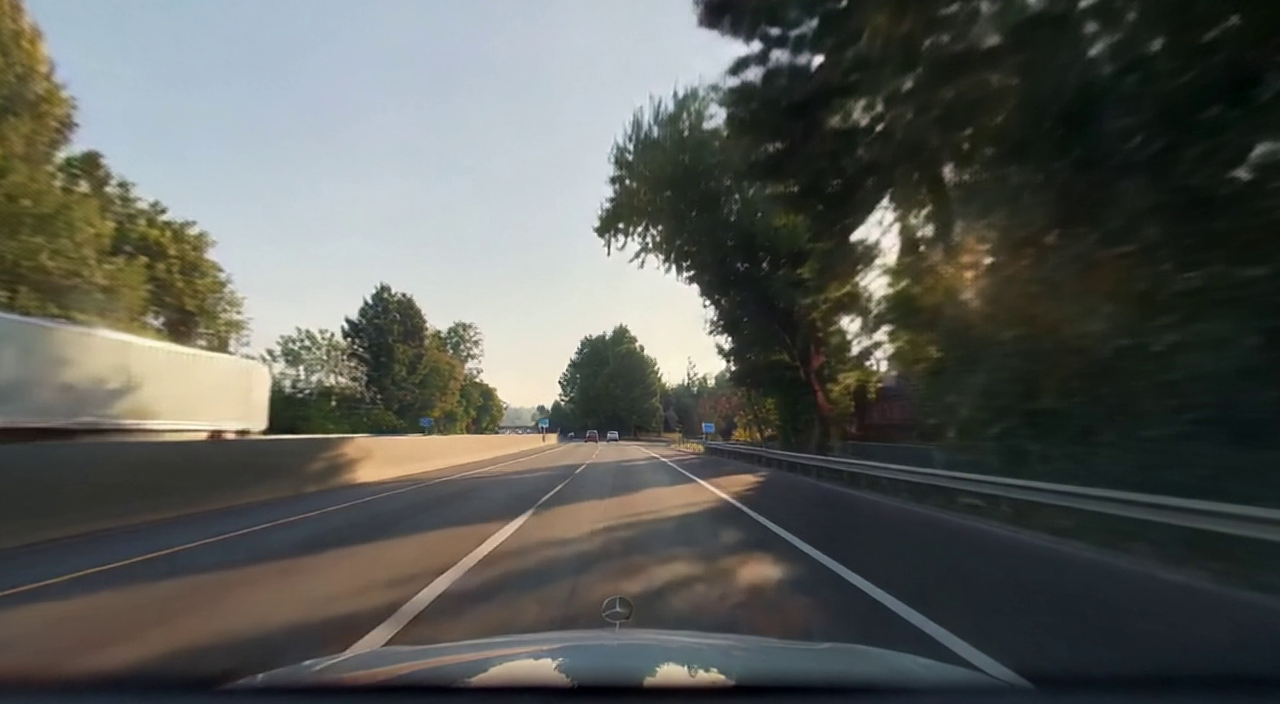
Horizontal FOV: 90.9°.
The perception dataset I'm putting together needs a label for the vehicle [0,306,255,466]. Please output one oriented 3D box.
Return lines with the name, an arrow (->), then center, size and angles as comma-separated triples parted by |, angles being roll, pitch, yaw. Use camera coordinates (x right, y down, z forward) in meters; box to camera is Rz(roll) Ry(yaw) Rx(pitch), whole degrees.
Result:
vehicle -> -17.345, 1.281, 18.800 | 2.903, 3.910, 14.634 | 0, -8, -2
